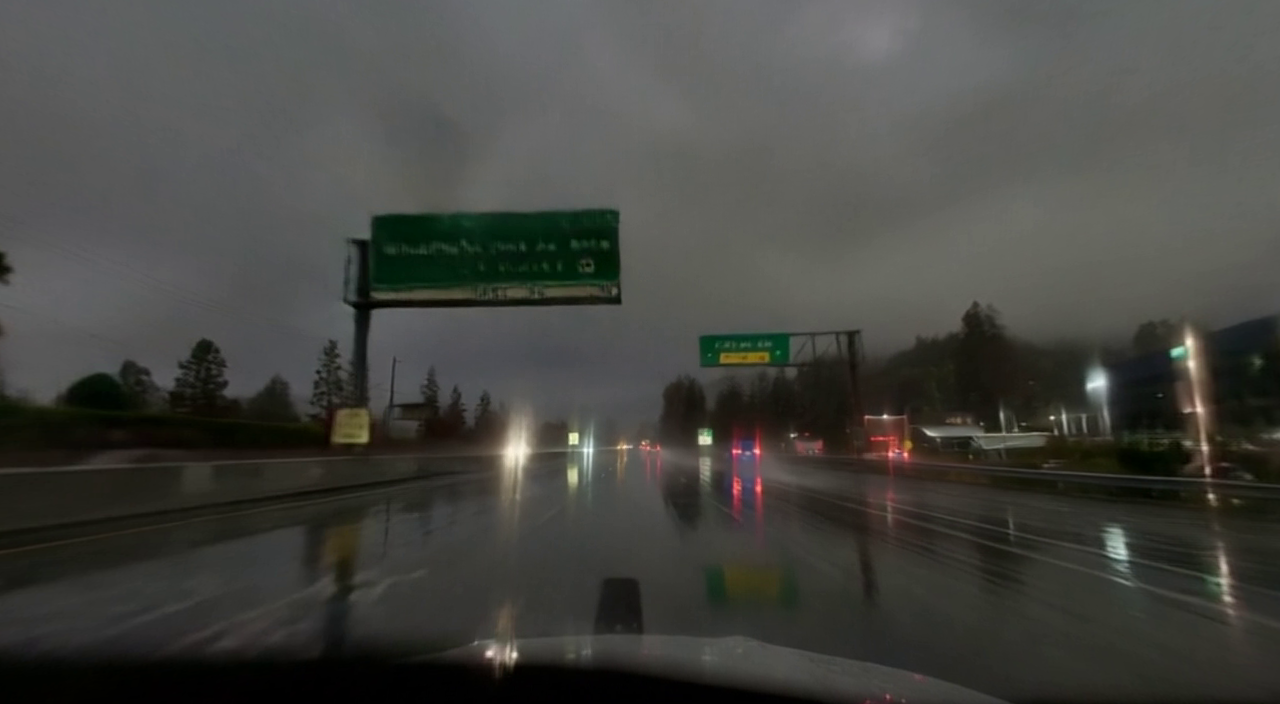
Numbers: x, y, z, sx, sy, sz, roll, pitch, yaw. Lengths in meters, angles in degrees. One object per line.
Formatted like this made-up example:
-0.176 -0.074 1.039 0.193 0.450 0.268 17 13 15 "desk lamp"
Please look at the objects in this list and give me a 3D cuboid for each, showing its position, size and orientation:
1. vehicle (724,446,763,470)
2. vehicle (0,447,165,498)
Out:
7.189 7.395 44.373 1.958 1.498 4.447 0 -7 -1 "vehicle"
-18.687 4.003 21.414 1.843 1.462 4.235 0 -8 0 "vehicle"
